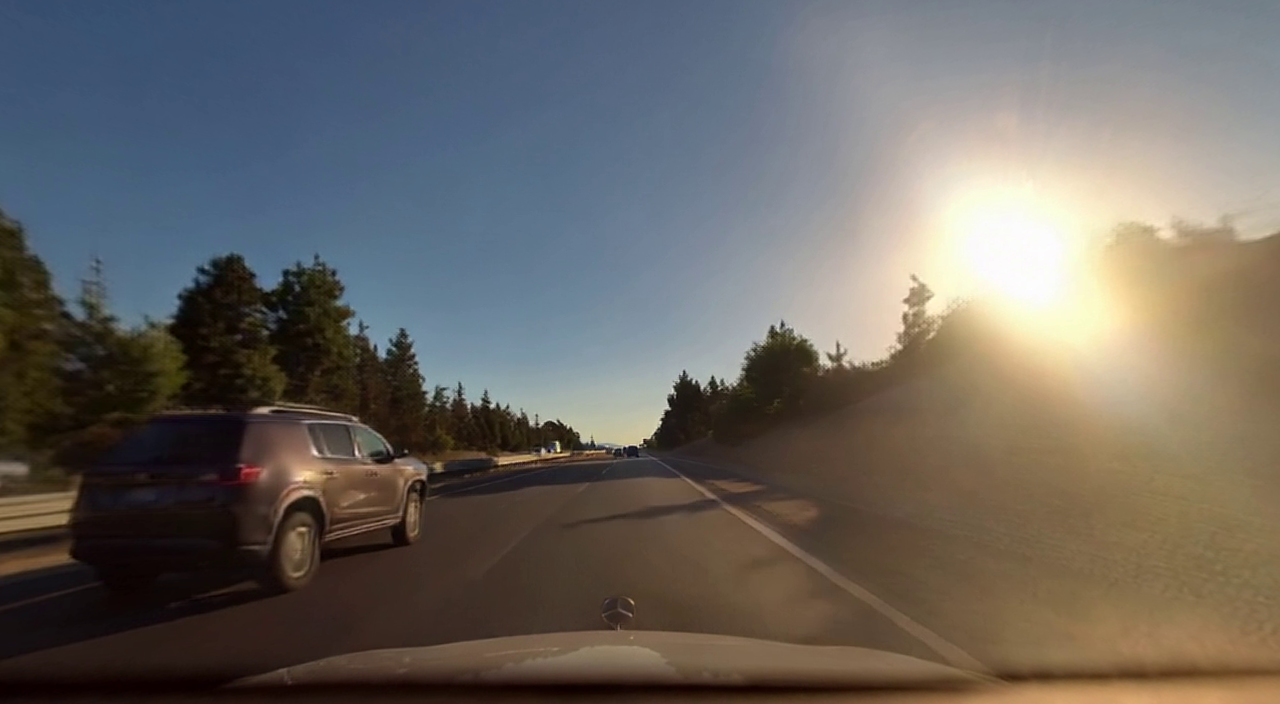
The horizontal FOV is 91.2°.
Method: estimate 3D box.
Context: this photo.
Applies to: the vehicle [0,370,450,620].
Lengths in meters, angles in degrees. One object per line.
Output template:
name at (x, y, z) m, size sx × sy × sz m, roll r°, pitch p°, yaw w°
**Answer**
vehicle at (-3.924, 1.376, 6.845) m, size 2.292 × 1.802 × 4.481 m, roll 0°, pitch -9°, yaw 0°
